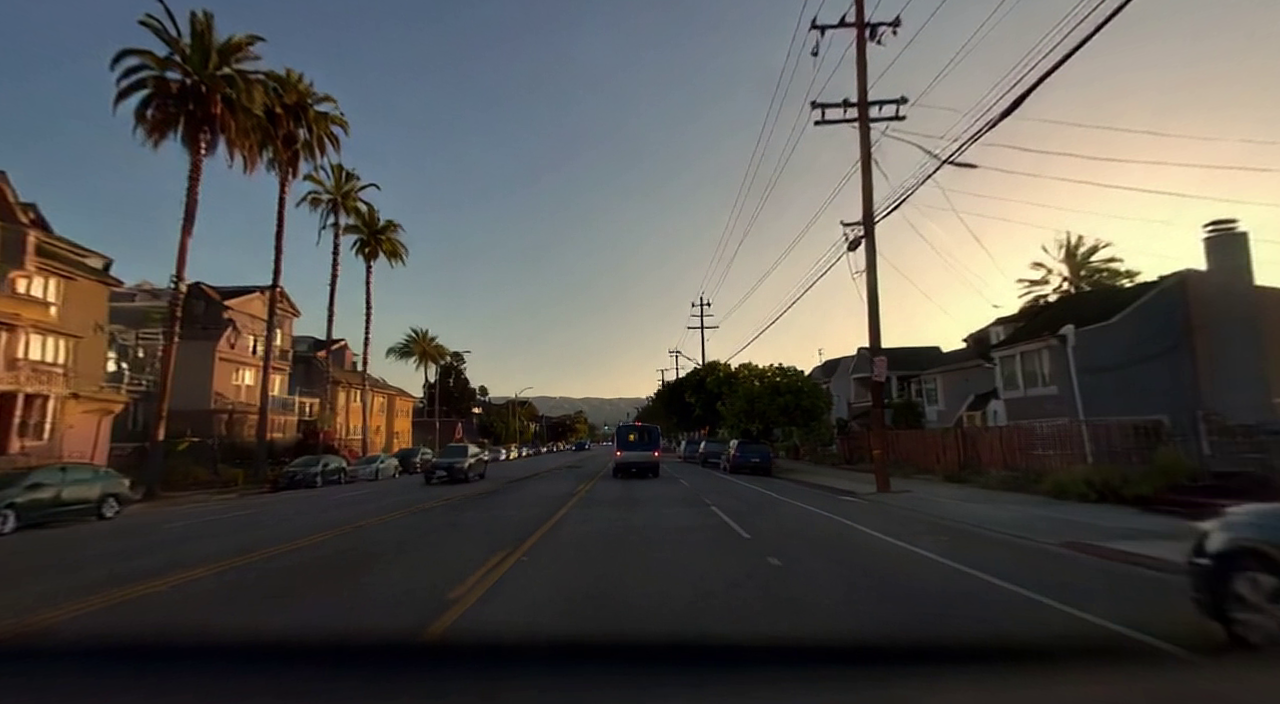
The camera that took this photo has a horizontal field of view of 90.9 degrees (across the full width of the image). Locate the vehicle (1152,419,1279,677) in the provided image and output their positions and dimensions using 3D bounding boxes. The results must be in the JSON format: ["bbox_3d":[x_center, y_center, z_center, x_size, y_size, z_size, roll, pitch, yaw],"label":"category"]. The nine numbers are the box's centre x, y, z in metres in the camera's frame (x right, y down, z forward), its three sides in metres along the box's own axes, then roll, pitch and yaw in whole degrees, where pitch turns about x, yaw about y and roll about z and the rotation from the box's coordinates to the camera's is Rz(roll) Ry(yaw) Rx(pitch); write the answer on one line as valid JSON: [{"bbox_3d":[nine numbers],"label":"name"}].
[{"bbox_3d":[4.684,0.926,2.295,2.022,1.456,4.246,0,-8,-1],"label":"vehicle"}]

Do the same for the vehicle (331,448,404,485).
[{"bbox_3d":[-13.653,5.724,31.898,1.979,1.509,4.763,-3,-7,-5],"label":"vehicle"}]

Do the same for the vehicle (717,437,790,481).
[{"bbox_3d":[4.260,4.075,24.351,1.946,1.530,4.240,0,-8,-1],"label":"vehicle"}]

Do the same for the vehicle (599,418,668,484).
[{"bbox_3d":[-0.346,3.451,22.147,2.168,2.040,4.527,0,-8,-4],"label":"vehicle"}]

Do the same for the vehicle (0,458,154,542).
[{"bbox_3d":[-12.839,3.057,13.108,2.004,1.441,4.572,-3,-8,-3],"label":"vehicle"}]

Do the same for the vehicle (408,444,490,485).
[{"bbox_3d":[-7.254,4.295,24.449,1.844,1.453,4.414,0,-8,-1],"label":"vehicle"}]

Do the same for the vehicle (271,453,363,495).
[{"bbox_3d":[-13.143,4.956,25.938,1.841,1.356,3.938,-4,-8,-2],"label":"vehicle"}]
